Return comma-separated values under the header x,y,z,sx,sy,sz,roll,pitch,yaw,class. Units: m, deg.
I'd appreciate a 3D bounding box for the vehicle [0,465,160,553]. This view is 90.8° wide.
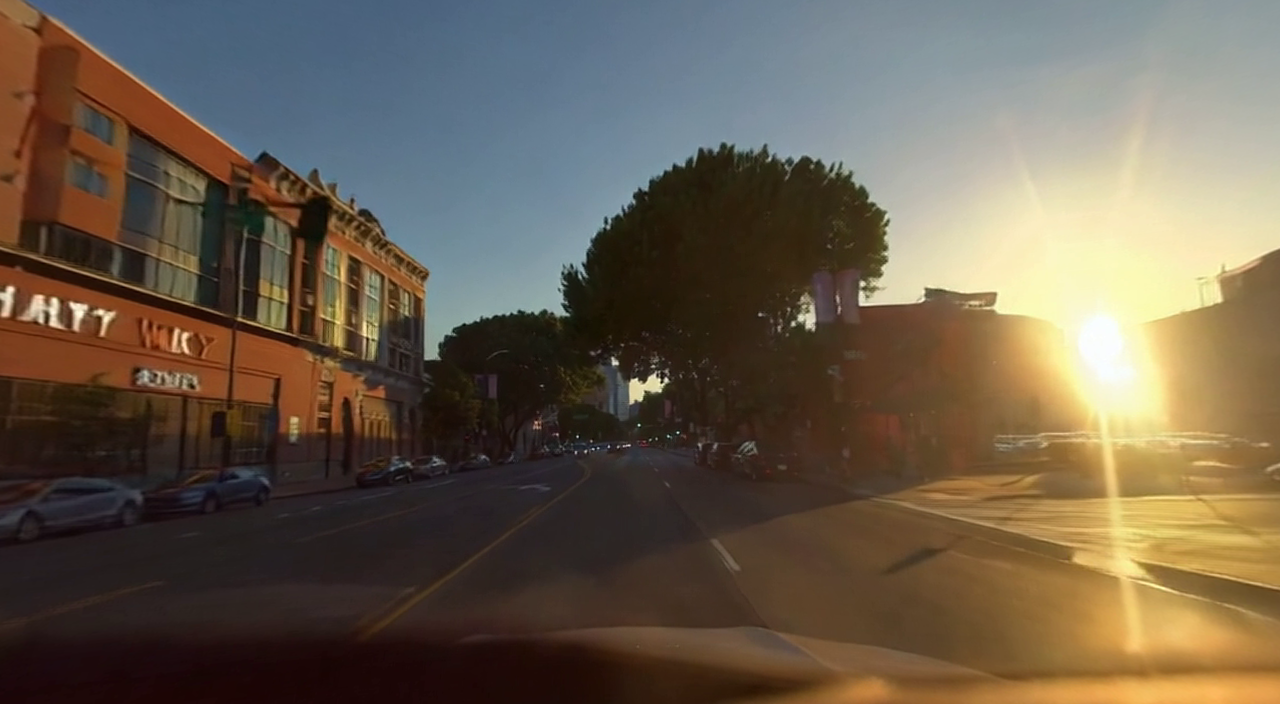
x,y,z,sx,sy,sz,roll,pitch,yaw,class
-12.587,3.131,12.925,1.945,1.451,4.522,0,-8,1,vehicle

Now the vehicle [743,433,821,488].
x,y,z,sx,sy,sz,roll,pitch,yaw,class
5.628,4.350,25.632,2.010,1.943,4.319,-2,-9,-1,vehicle

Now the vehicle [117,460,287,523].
x,y,z,sx,sy,sz,roll,pitch,yaw,class
-12.380,3.916,18.288,1.842,1.461,4.371,0,-8,-2,vehicle

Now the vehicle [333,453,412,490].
x,y,z,sx,sy,sz,roll,pitch,yaw,class
-12.385,5.523,29.560,1.804,1.533,4.121,0,-8,1,vehicle
